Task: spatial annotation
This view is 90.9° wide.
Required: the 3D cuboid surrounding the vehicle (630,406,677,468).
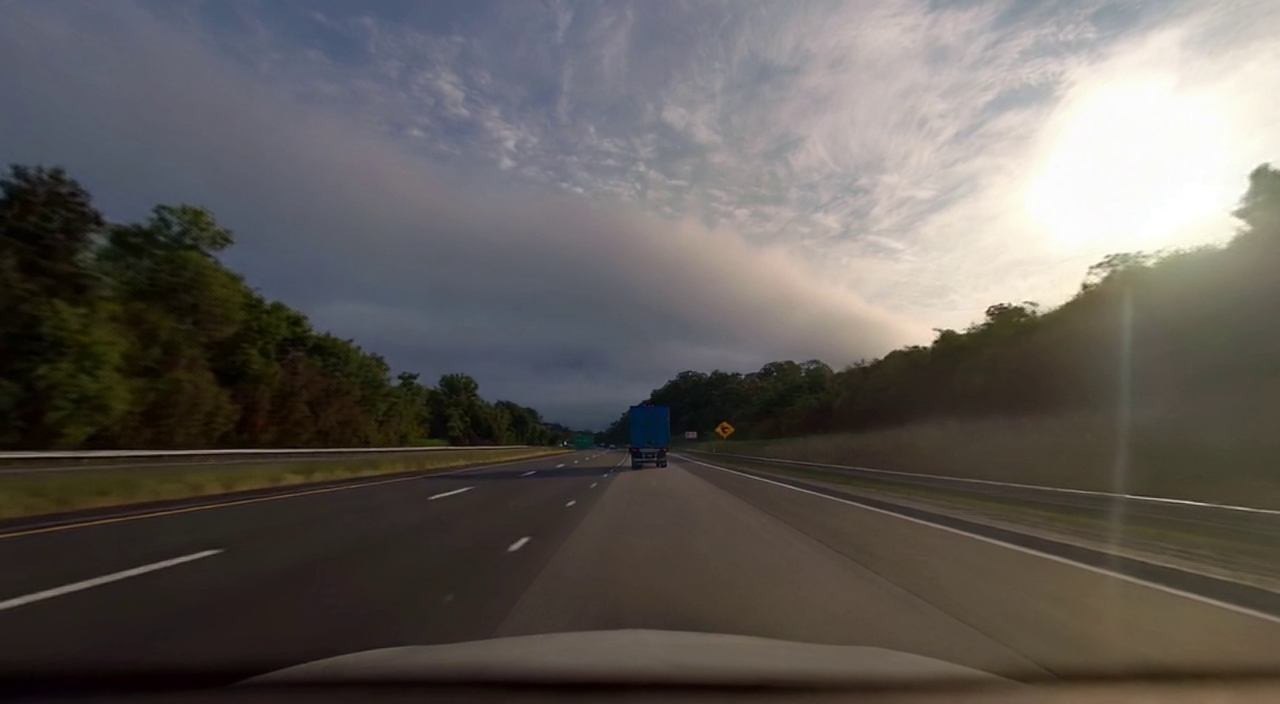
[{"bbox_3d":[0.823,6.432,46.908,3.055,4.009,10.972,0,-9,-1],"label":"vehicle"}]
